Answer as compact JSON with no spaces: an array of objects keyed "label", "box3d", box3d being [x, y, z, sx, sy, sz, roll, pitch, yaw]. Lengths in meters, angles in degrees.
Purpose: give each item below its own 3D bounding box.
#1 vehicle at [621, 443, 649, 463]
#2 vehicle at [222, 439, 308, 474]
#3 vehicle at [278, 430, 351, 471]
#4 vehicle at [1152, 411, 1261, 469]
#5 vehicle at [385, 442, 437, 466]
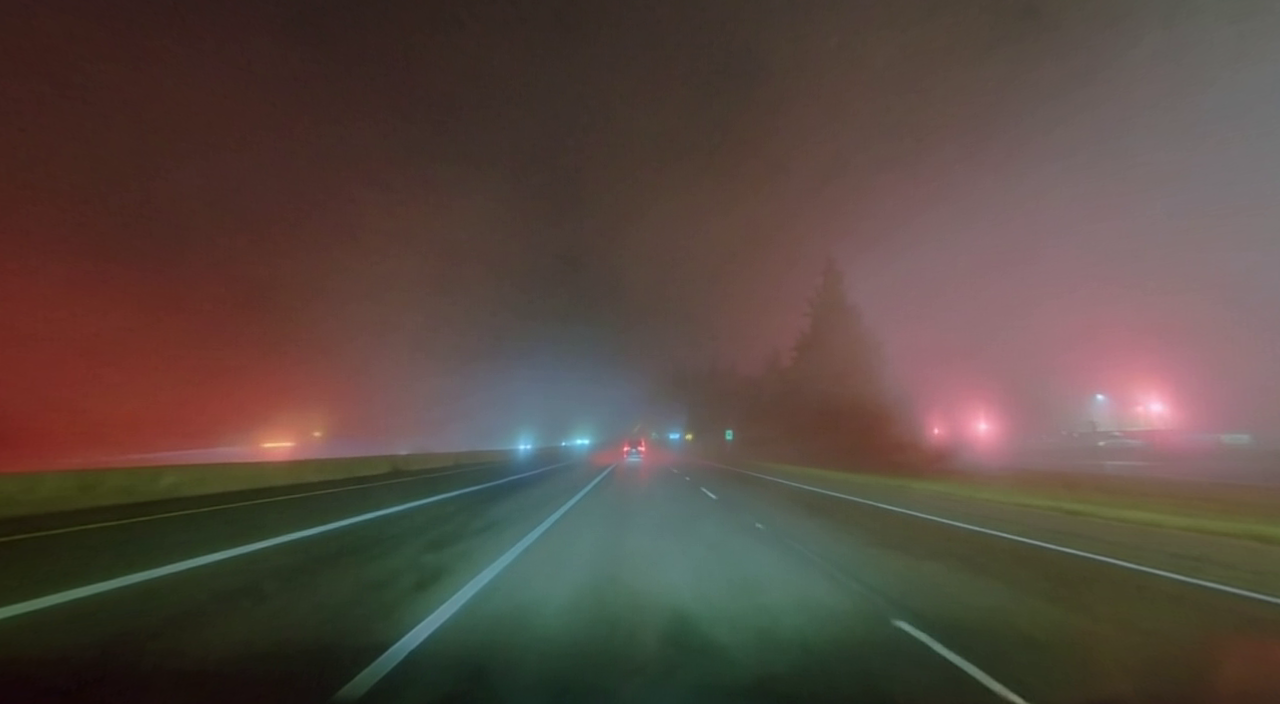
[{"label":"vehicle","box3d":[-0.409,7.724,48.368,2.025,1.460,4.189,0,-9,-2]},{"label":"vehicle","box3d":[-25.326,7.060,43.040,2.155,2.166,5.959,0,-9,0]},{"label":"vehicle","box3d":[-25.386,7.710,49.567,2.614,2.968,5.747,0,-9,0]},{"label":"vehicle","box3d":[43.416,6.779,48.962,3.121,3.928,10.924,-6,-9,26]},{"label":"vehicle","box3d":[-17.649,7.867,49.001,2.006,1.741,5.547,0,-9,0]}]
